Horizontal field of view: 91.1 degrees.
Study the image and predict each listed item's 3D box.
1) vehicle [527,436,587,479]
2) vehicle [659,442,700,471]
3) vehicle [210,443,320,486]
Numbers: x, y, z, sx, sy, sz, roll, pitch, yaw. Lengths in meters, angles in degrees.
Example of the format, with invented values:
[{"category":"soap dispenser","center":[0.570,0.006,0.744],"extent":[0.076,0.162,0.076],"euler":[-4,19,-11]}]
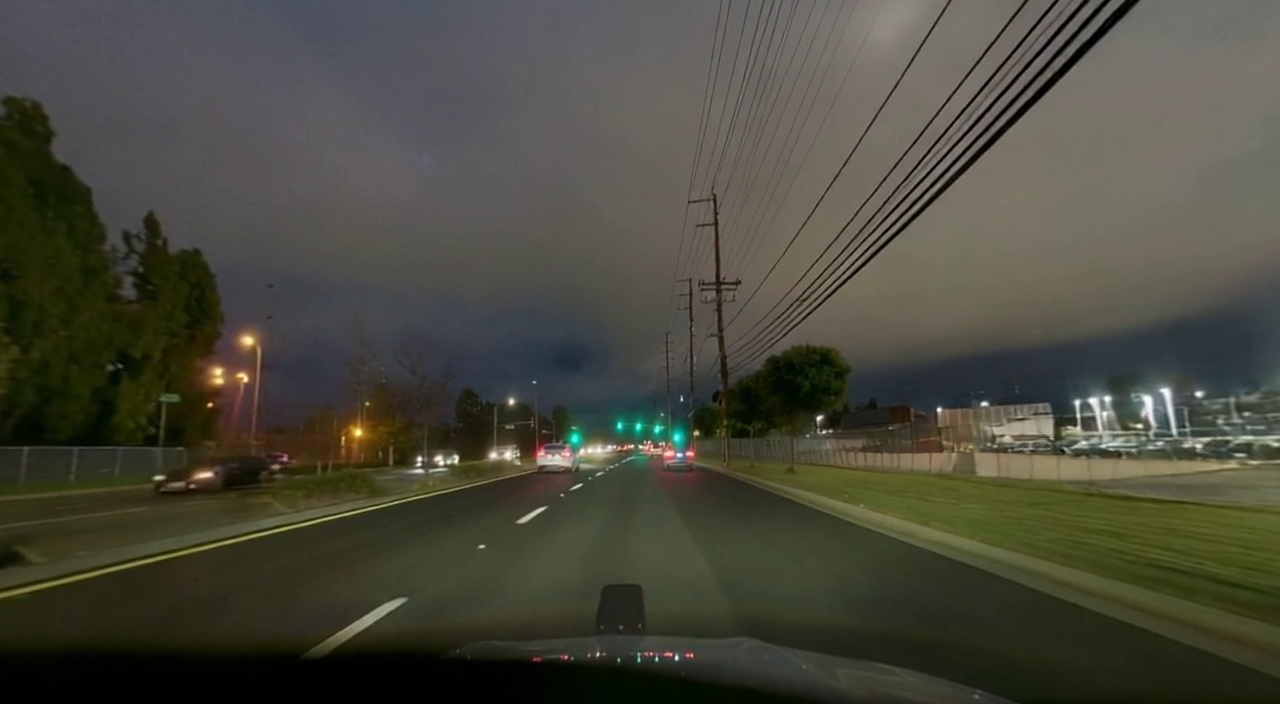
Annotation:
[{"category":"vehicle","center":[-3.528,4.561,27.458],"extent":[1.950,1.692,4.397],"euler":[0,-8,1]},{"category":"vehicle","center":[2.102,5.756,34.803],"extent":[2.059,1.486,3.980],"euler":[0,-8,0]},{"category":"vehicle","center":[-16.586,4.959,28.082],"extent":[2.073,1.715,4.524],"euler":[0,-8,1]}]
